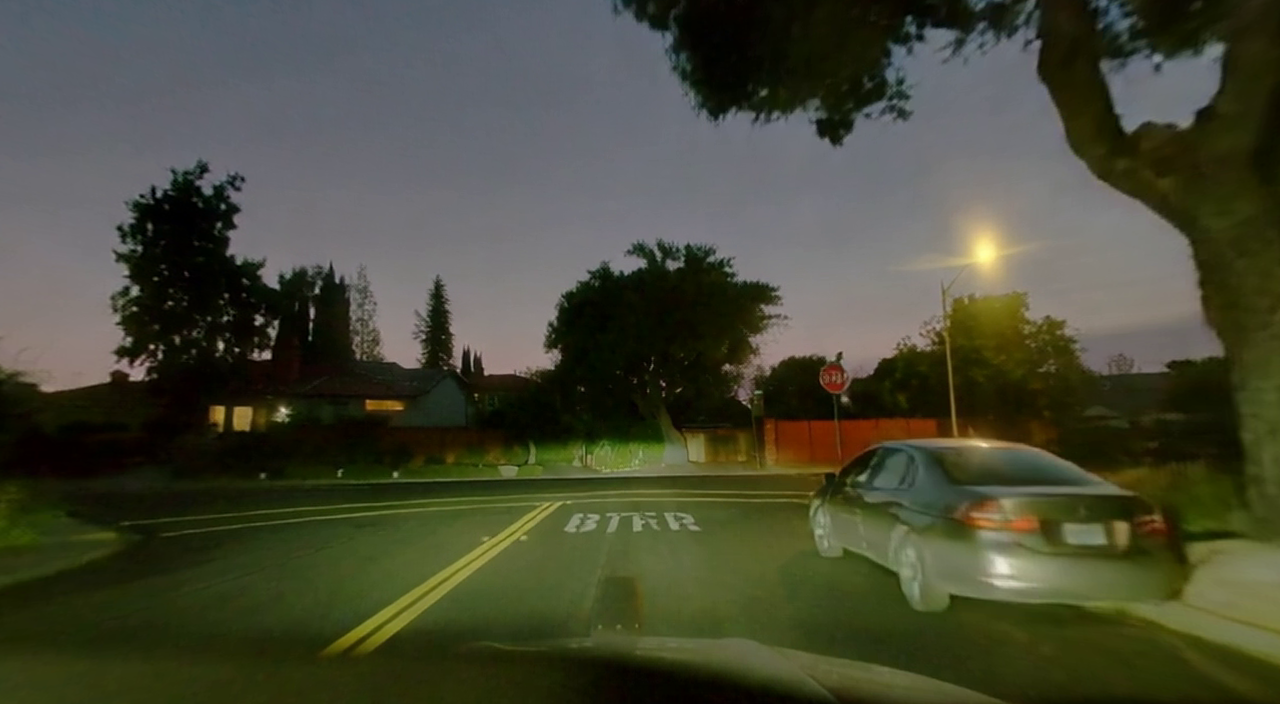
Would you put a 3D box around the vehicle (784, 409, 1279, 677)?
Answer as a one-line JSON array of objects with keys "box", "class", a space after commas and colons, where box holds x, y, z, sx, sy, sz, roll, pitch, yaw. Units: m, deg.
[{"box": [3.031, 1.416, 5.909, 2.167, 1.479, 4.597, 0, -9, -1], "class": "vehicle"}]
